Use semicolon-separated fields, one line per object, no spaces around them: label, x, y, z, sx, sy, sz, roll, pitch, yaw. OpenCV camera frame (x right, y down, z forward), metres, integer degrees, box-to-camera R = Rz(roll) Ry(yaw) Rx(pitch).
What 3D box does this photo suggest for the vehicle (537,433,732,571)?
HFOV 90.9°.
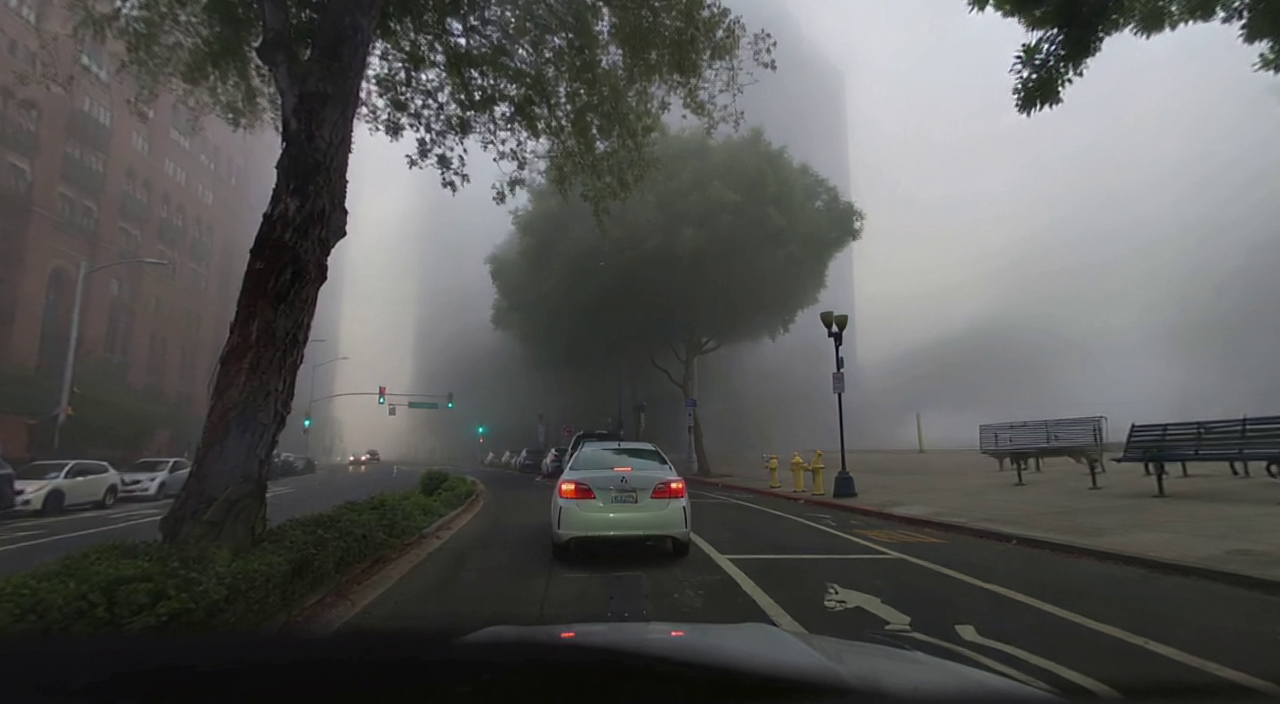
vehicle;-0.248;1.942;9.016;2.142;1.475;4.051;1;-8;-6
